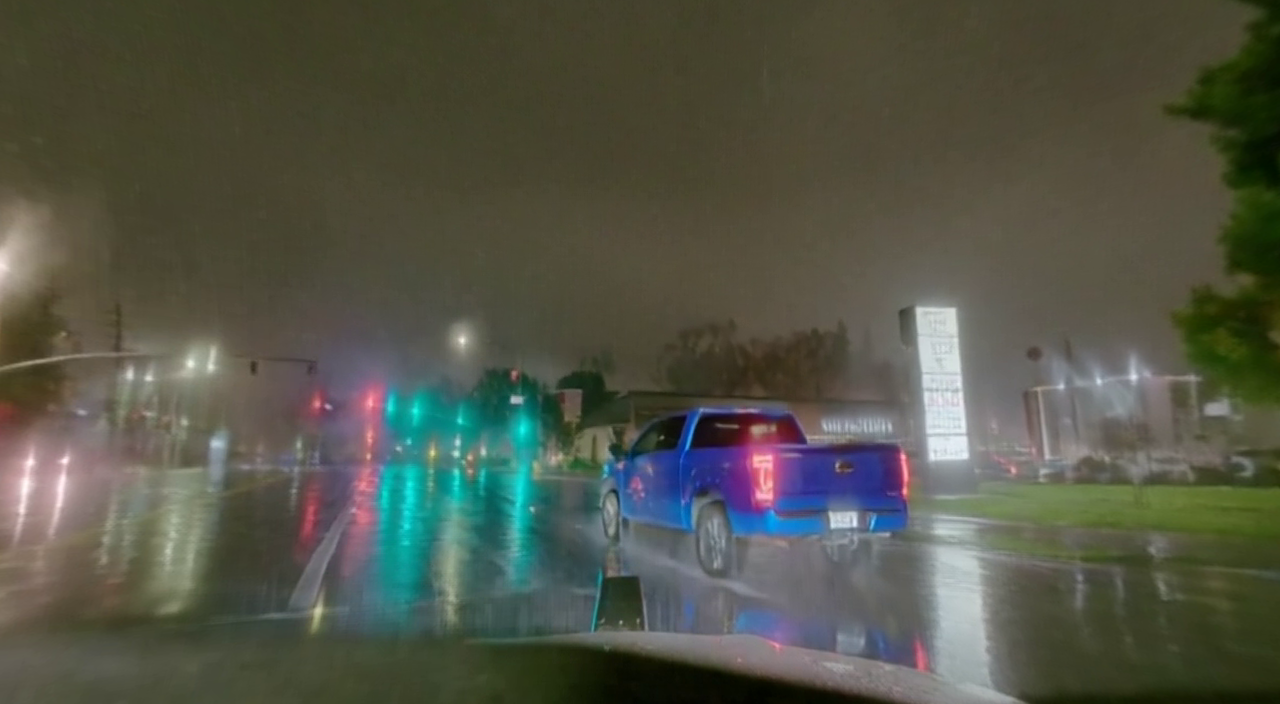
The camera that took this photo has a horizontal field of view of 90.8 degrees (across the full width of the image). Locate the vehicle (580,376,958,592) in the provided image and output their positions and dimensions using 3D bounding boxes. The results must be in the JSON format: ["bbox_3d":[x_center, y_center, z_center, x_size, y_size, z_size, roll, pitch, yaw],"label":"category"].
[{"bbox_3d":[1.109,1.730,8.751,2.402,1.922,5.677,5,-11,-20],"label":"vehicle"}]

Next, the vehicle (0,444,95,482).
[{"bbox_3d":[-29.789,5.615,31.835,2.037,1.725,4.632,5,-11,-23],"label":"vehicle"}]
